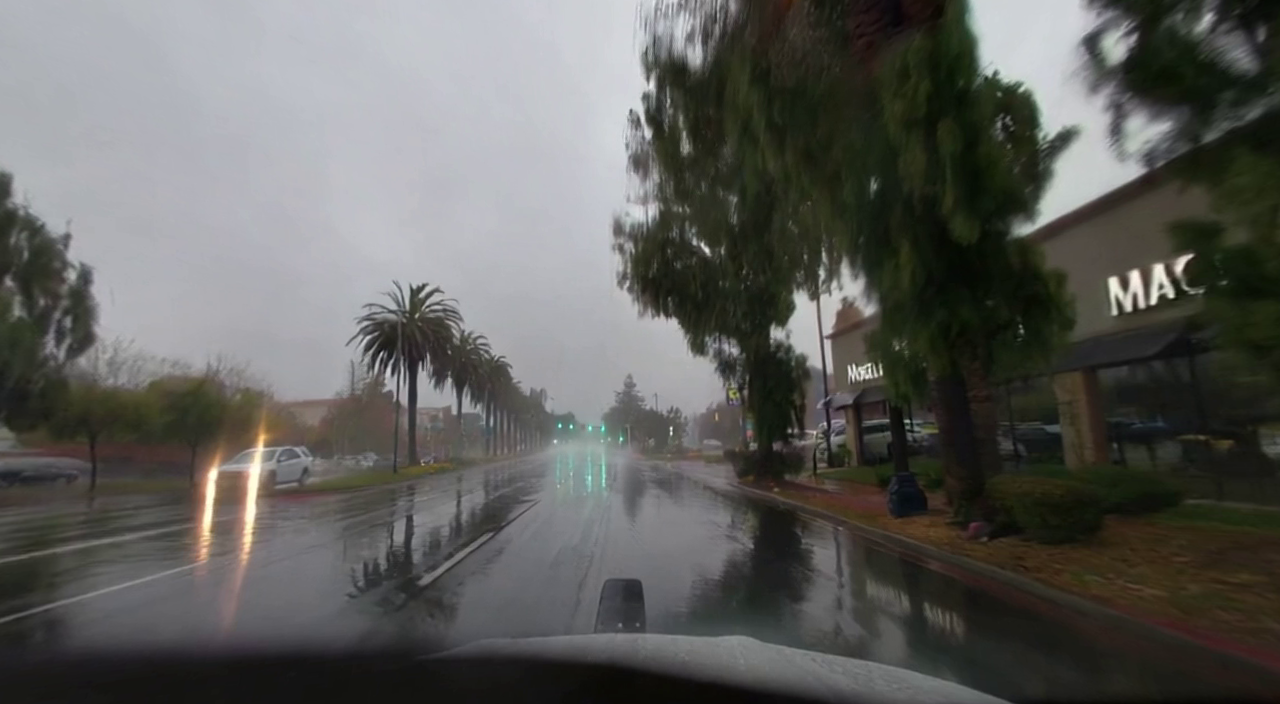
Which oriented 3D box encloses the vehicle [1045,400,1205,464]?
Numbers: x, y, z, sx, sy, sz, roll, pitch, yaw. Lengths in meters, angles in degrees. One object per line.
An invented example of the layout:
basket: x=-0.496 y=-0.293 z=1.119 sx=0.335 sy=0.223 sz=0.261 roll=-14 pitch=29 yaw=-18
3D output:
vehicle: x=21.826 y=3.731 z=28.890 sx=2.434 sy=2.604 sz=5.700 roll=0 pitch=-9 yaw=-4

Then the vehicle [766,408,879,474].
vehicle: x=8.984 y=4.350 z=30.730 sx=5.942 sy=2.851 sz=2.531 roll=8 pitch=-12 yaw=-44

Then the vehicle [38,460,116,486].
vehicle: x=-39.065 y=8.384 z=43.899 sx=3.759 sy=1.475 sz=1.863 roll=-3 pitch=-7 yaw=3

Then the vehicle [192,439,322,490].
vehicle: x=-16.982 y=5.012 z=28.525 sx=2.379 sy=2.034 sz=5.893 roll=0 pitch=-9 yaw=-3

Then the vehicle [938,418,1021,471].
vehicle: x=15.432 y=4.168 z=29.149 sx=2.525 sy=2.043 sz=6.684 roll=-7 pitch=-8 yaw=22

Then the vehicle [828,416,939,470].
vehicle: x=11.195 y=4.159 z=28.816 sx=2.514 sy=2.172 sz=5.798 roll=-9 pitch=-12 yaw=43
